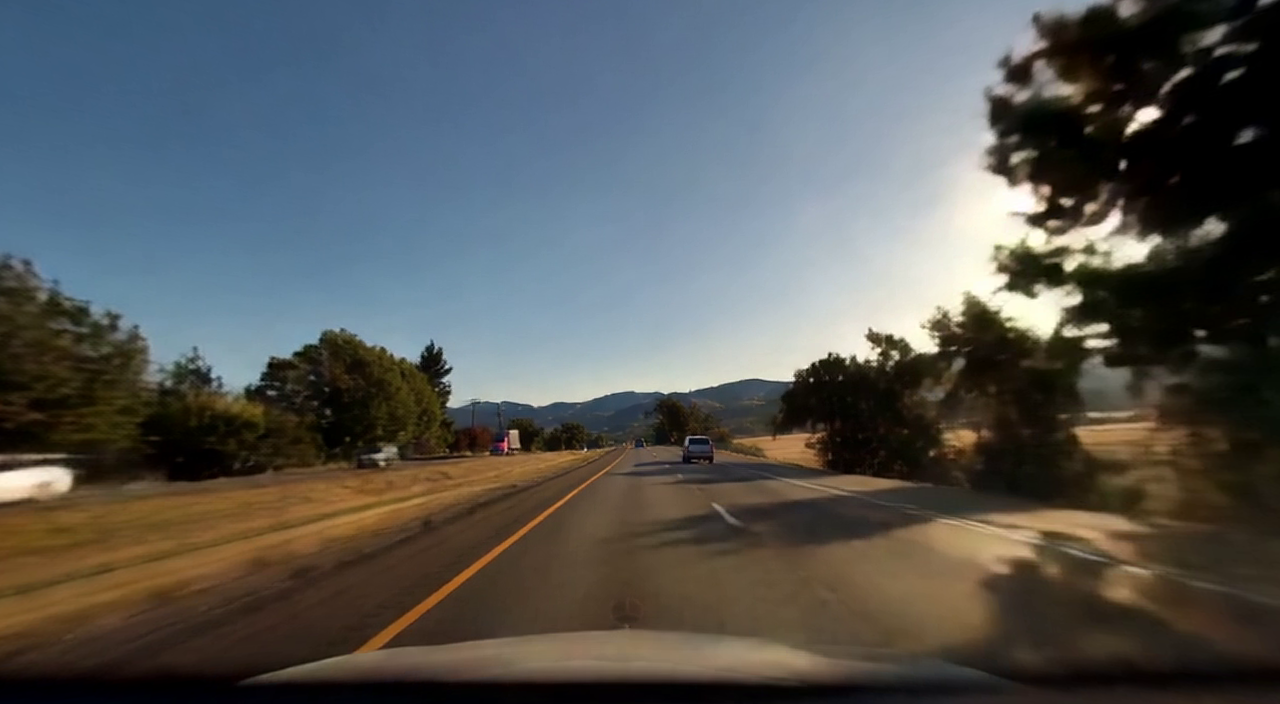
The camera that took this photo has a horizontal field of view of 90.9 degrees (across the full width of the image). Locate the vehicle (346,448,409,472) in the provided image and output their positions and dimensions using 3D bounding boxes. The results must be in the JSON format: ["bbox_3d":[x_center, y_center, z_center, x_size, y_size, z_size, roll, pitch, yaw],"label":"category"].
[{"bbox_3d":[-17.394,7.168,42.071,2.239,1.462,4.480,-1,-9,0],"label":"vehicle"}]

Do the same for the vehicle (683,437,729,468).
[{"bbox_3d":[3.720,5.771,36.228,2.157,1.640,4.056,-1,-9,0],"label":"vehicle"}]
